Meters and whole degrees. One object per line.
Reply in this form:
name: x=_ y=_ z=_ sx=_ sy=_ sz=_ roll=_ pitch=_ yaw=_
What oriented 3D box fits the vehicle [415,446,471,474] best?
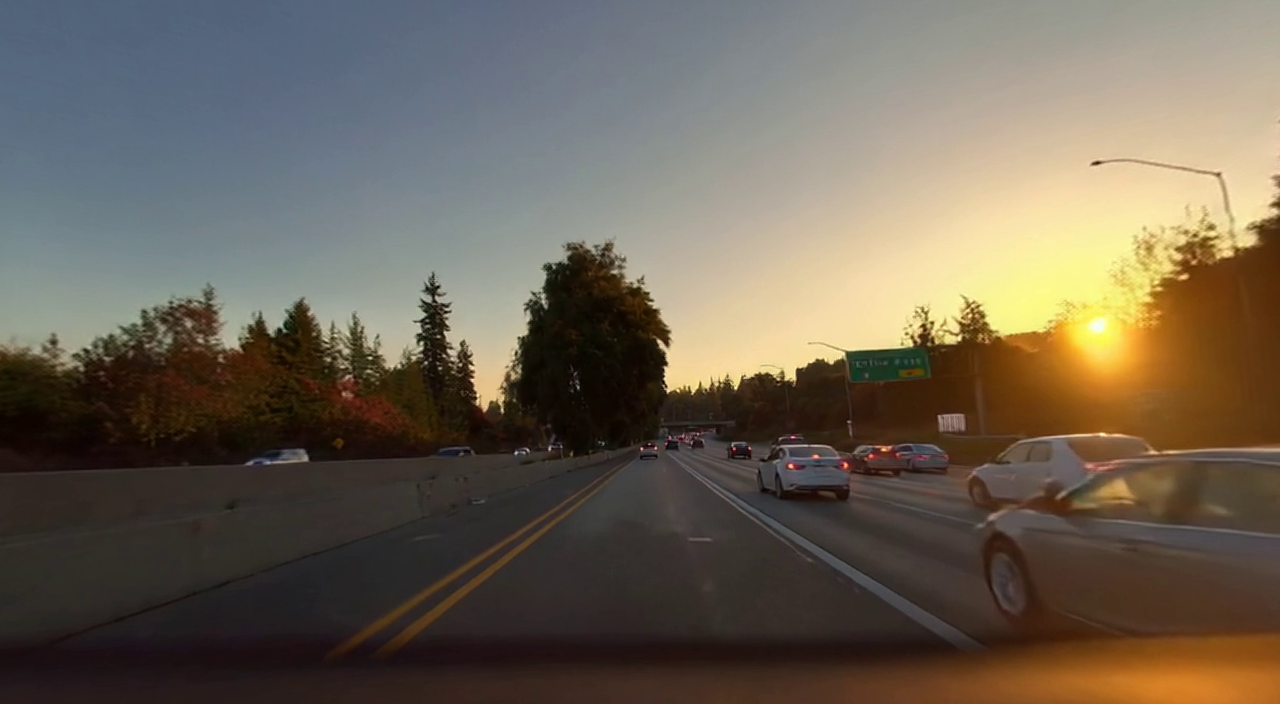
vehicle: x=-12.825 y=7.014 z=41.350 sx=2.123 sy=1.698 sz=4.656 roll=0 pitch=-8 yaw=0

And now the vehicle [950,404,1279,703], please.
vehicle: x=3.463 y=0.940 z=2.388 sx=2.198 sy=1.467 sz=4.675 roll=0 pitch=-8 yaw=0

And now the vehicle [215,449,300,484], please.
vehicle: x=-21.130 y=6.318 z=35.076 sx=1.945 sy=1.756 sz=4.348 roll=0 pitch=-8 yaw=0

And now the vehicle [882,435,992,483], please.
vehicle: x=11.541 y=4.161 z=24.939 sx=1.954 sy=1.685 sz=4.935 roll=0 pitch=-8 yaw=0

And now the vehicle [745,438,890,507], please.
vehicle: x=4.284 y=2.994 z=16.256 sx=2.223 sy=1.483 sz=5.075 roll=0 pitch=-8 yaw=0
